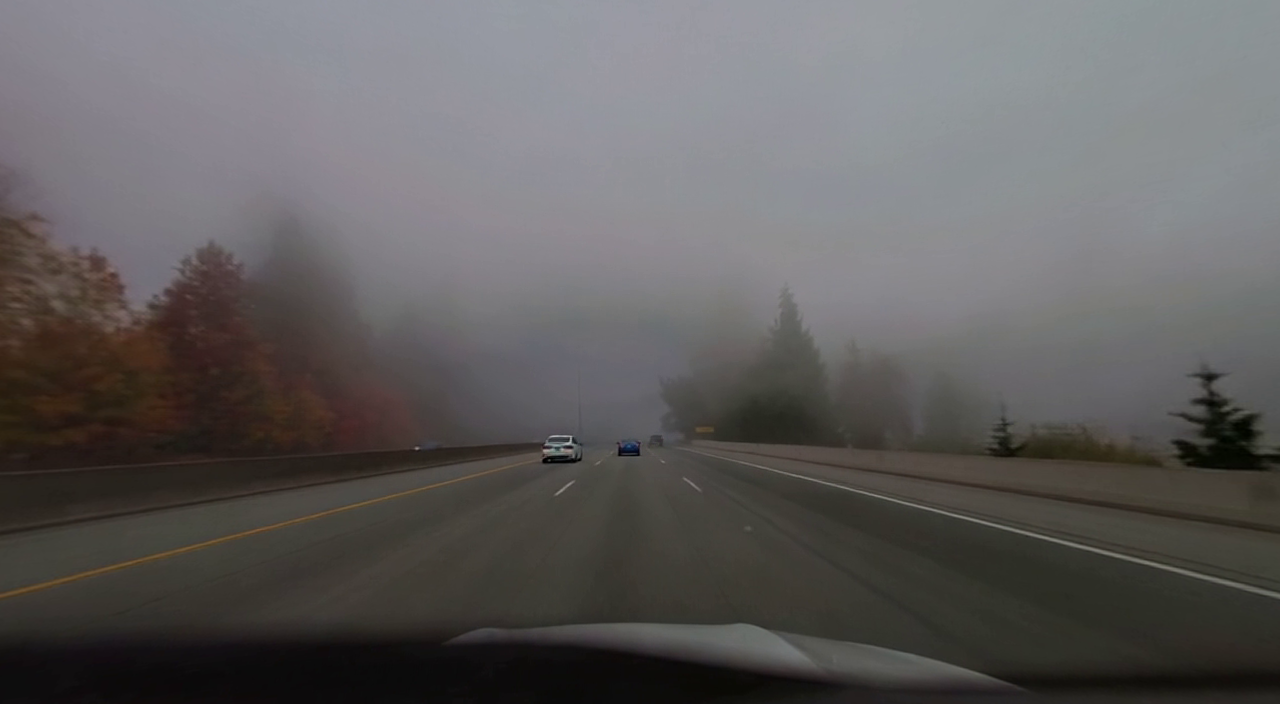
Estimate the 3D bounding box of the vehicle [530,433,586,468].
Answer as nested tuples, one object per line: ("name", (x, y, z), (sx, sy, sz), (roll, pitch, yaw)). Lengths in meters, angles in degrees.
("vehicle", (-3.803, 4.654, 30.013), (2.103, 1.507, 4.367), (0, -8, 0))
